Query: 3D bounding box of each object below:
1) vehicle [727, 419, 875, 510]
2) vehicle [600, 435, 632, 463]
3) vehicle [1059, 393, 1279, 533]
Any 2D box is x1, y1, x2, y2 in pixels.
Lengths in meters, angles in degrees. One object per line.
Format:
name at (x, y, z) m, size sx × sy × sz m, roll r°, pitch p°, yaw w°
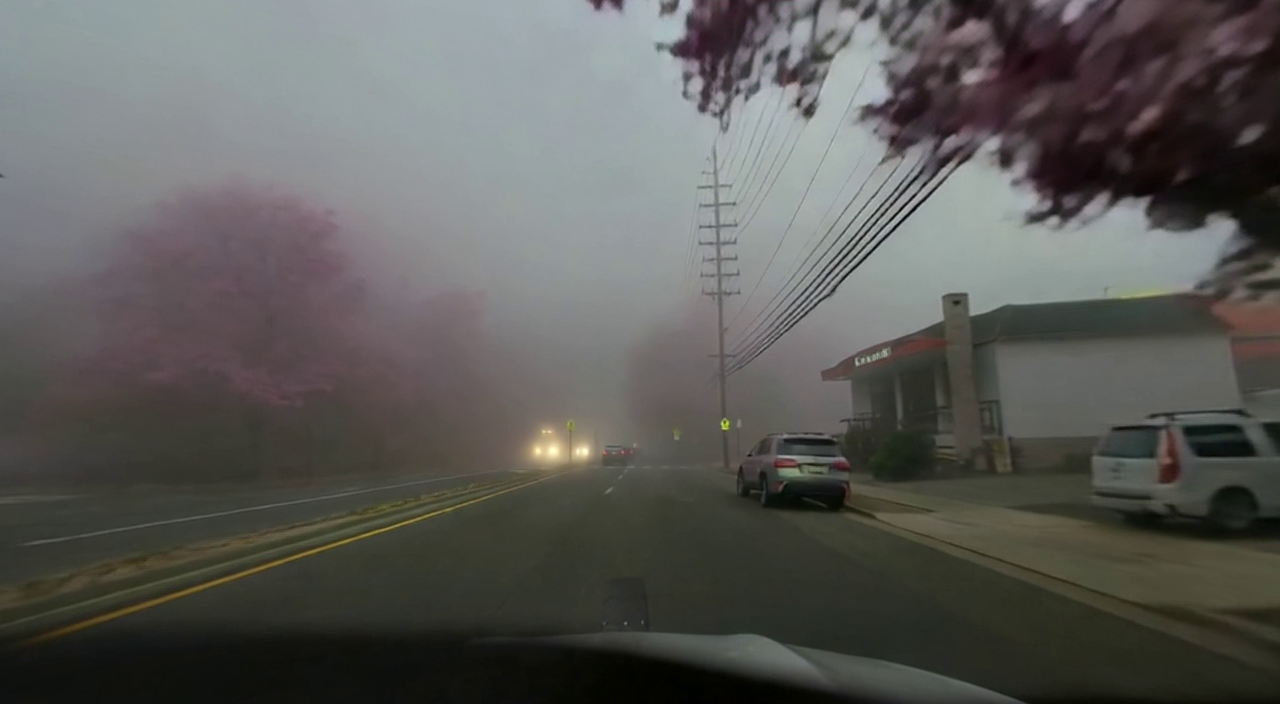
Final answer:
vehicle at (3.826, 2.815, 16.360) m, size 2.280 × 1.904 × 5.779 m, roll 0°, pitch -8°, yaw -1°
vehicle at (-1.786, 7.326, 47.764) m, size 2.202 × 1.961 × 4.980 m, roll 0°, pitch -8°, yaw 0°
vehicle at (9.567, 1.631, 9.498) m, size 4.818 × 1.847 × 2.257 m, roll 0°, pitch -8°, yaw 3°
